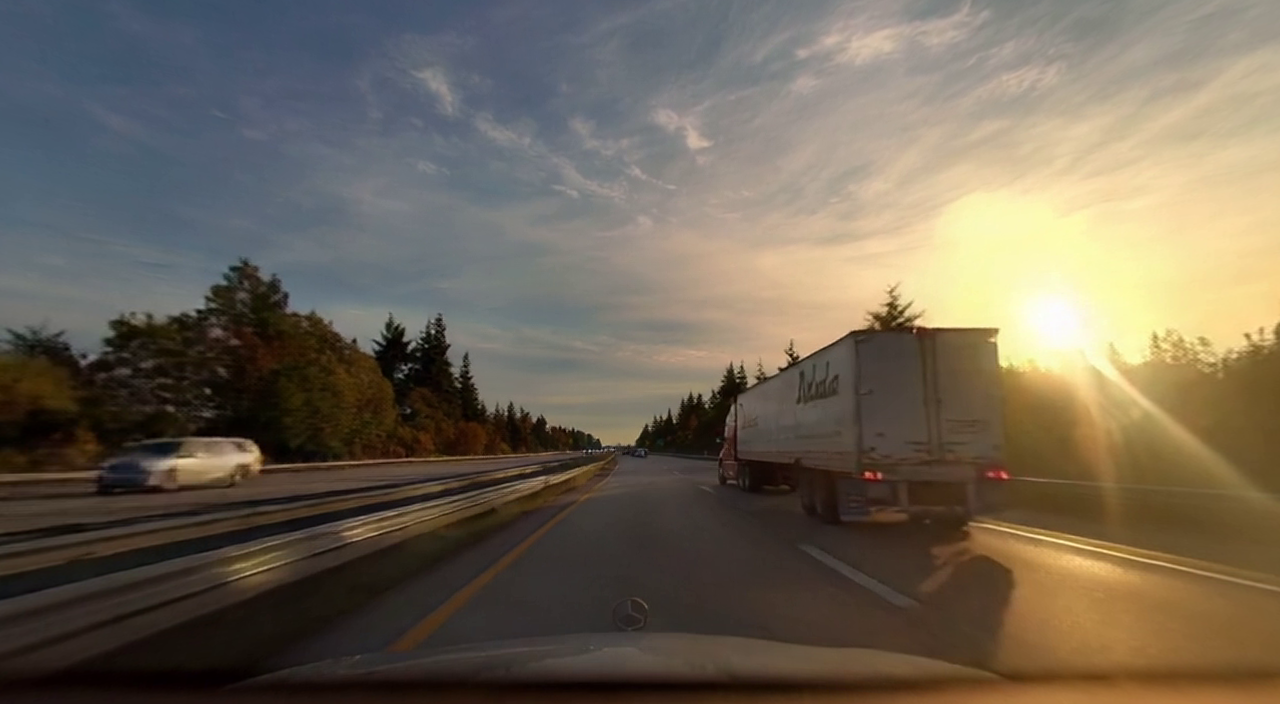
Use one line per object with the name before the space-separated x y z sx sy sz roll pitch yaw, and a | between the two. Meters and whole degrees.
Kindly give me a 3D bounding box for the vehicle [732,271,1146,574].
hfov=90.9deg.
vehicle | 4.157 1.636 12.916 2.876 3.419 11.591 0 -9 0
